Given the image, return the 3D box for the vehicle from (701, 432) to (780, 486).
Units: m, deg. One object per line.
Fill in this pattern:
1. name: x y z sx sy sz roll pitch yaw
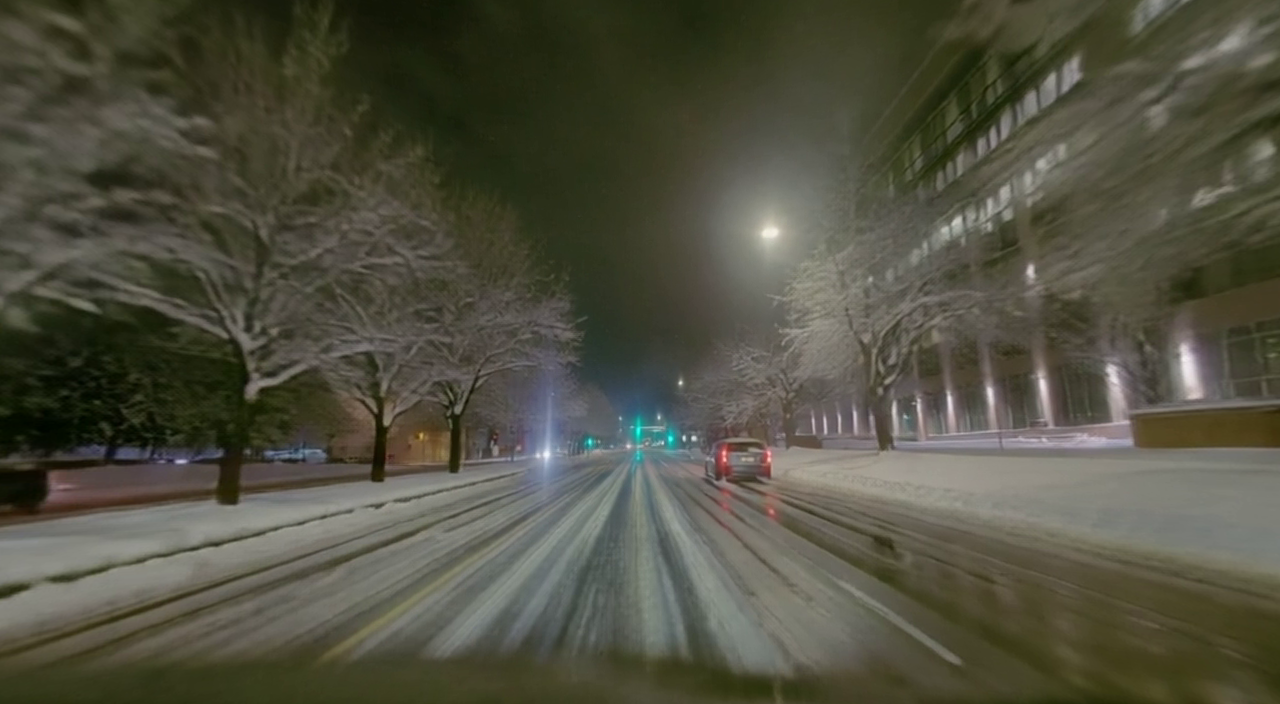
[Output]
1. vehicle: 3.485 3.818 22.840 2.083 1.743 4.354 0 -8 -1
